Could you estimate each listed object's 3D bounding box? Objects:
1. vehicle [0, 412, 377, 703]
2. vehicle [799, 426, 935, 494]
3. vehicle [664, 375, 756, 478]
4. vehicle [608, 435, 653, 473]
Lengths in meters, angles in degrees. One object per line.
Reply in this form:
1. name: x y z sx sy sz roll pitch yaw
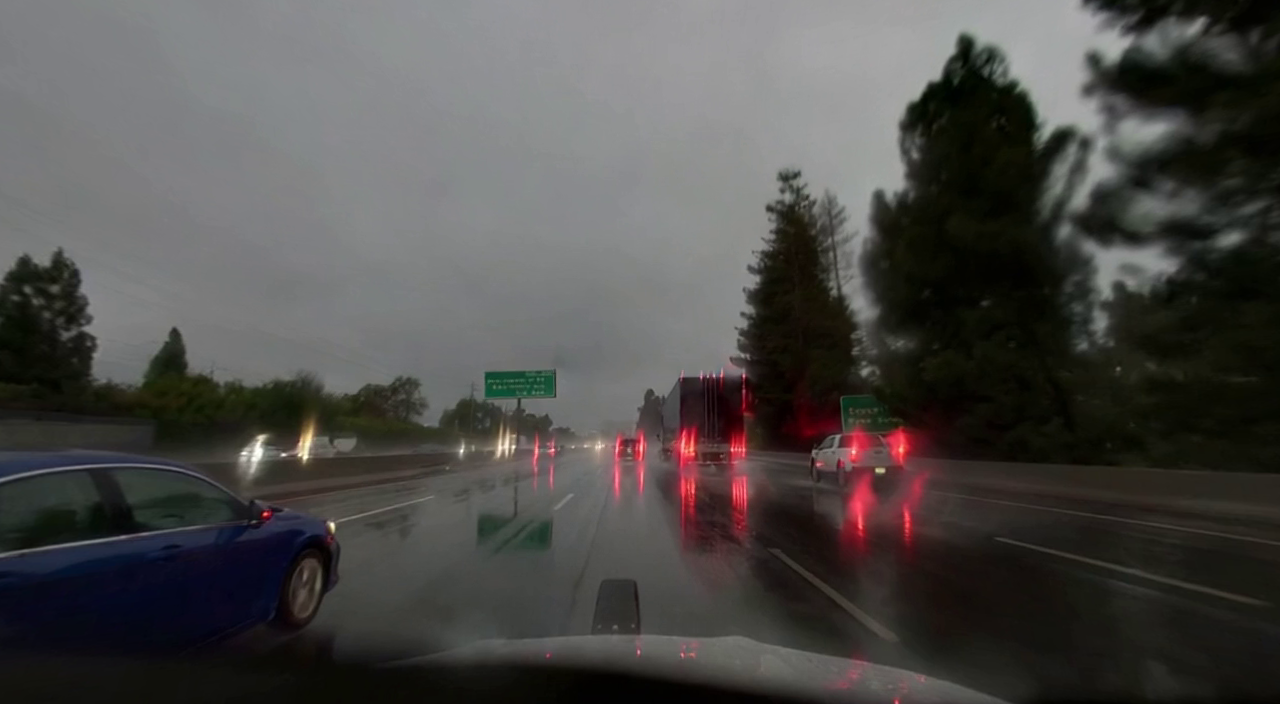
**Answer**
1. vehicle: -3.031 1.012 2.723 1.864 1.406 4.544 0 -9 0
2. vehicle: 6.741 3.302 19.631 2.106 1.795 5.489 0 -9 -1
3. vehicle: 3.029 4.086 32.531 2.876 4.086 15.117 0 -9 -1
4. vehicle: -0.481 5.291 32.847 2.203 1.805 4.358 0 -9 -1
